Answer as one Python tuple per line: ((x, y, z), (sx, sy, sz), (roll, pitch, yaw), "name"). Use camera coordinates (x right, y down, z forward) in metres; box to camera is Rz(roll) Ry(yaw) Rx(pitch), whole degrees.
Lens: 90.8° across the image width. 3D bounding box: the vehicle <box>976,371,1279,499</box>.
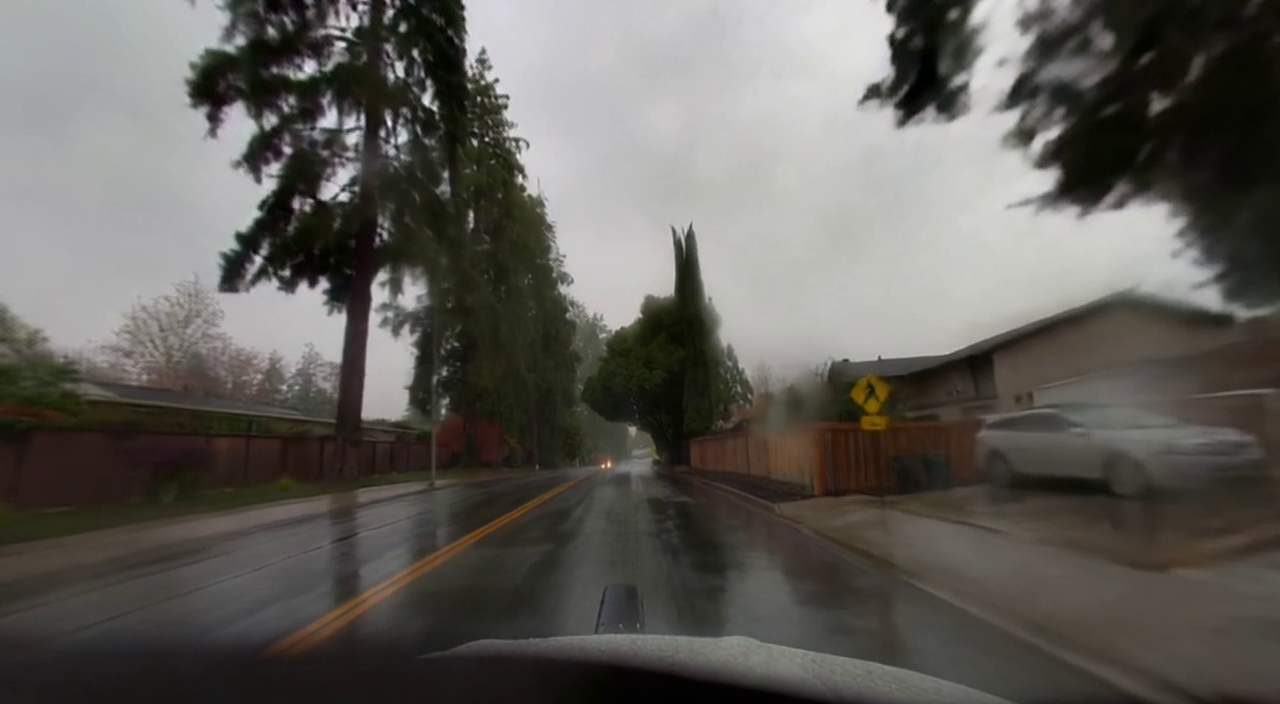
((9.735, 1.760, 13.180), (2.335, 2.028, 6.172), (-1, -8, 3), "vehicle")
